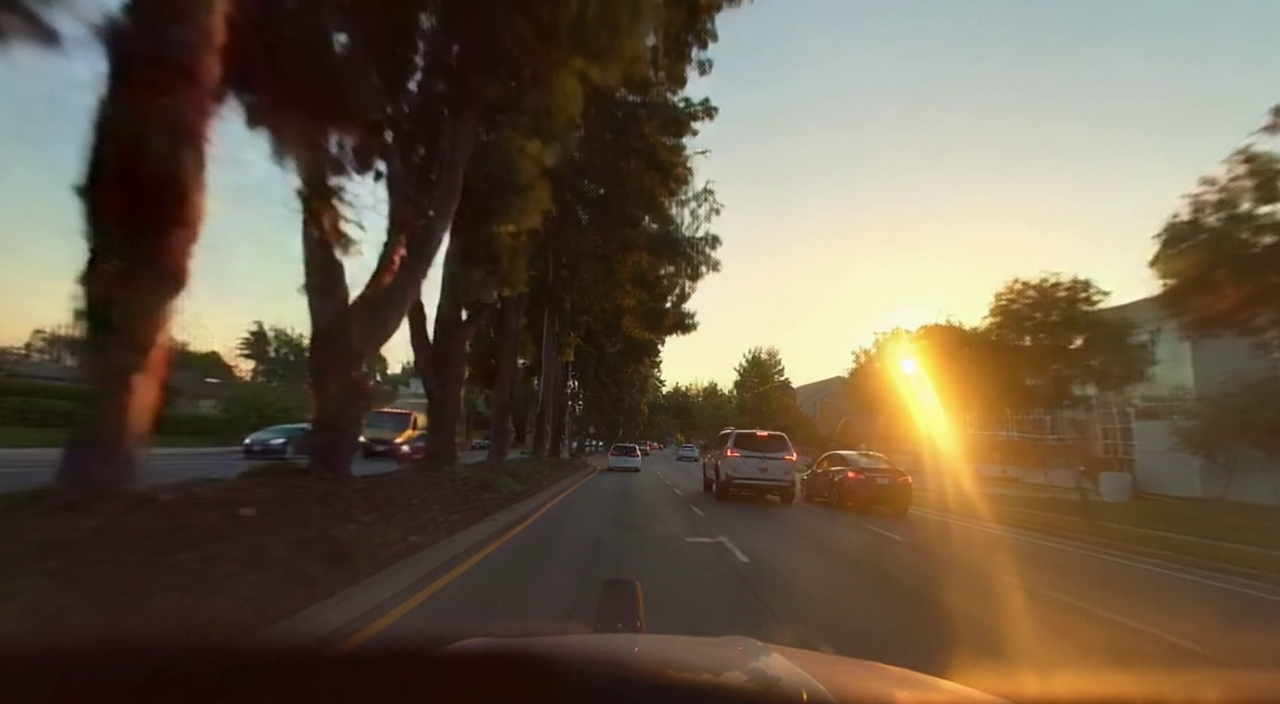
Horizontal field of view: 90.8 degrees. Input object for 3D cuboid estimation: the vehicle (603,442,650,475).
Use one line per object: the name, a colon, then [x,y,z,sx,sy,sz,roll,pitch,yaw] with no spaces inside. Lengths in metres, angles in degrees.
vehicle: [-0.624,5.147,30.764,2.119,1.460,3.847,0,-9,0]

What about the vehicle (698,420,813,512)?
vehicle: [2.814,2.875,16.334,2.035,1.940,4.299,3,-9,-1]

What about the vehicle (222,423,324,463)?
vehicle: [-15.669,3.901,27.257,1.770,1.461,4.336,4,-8,0]

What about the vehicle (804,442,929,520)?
vehicle: [6.270,3.565,18.010,1.913,1.777,4.269,5,-9,-1]

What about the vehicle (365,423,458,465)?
vehicle: [-8.906,3.652,25.090,1.981,1.514,4.323,0,-8,1]

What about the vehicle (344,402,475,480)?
vehicle: [-11.581,4.360,33.181,2.947,3.206,10.111,0,-3,1]

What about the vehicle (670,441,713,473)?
vehicle: [2.796,5.845,35.374,1.922,1.708,4.126,0,-9,-2]
